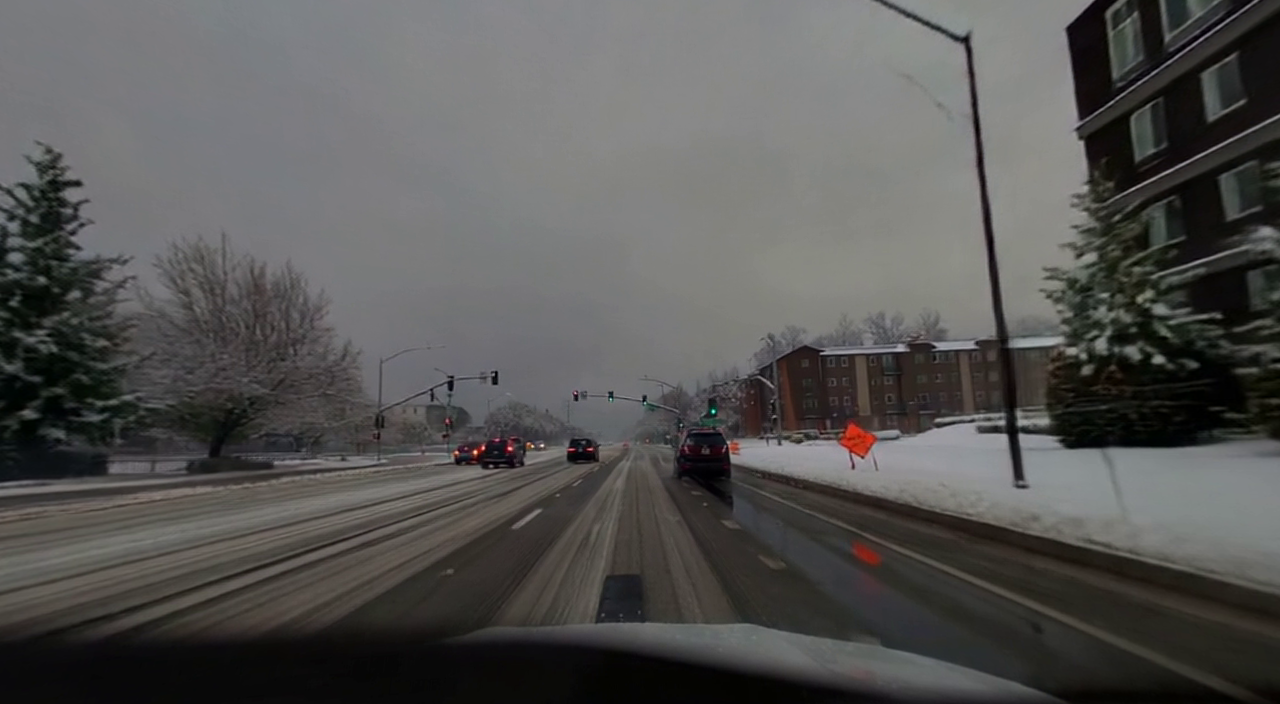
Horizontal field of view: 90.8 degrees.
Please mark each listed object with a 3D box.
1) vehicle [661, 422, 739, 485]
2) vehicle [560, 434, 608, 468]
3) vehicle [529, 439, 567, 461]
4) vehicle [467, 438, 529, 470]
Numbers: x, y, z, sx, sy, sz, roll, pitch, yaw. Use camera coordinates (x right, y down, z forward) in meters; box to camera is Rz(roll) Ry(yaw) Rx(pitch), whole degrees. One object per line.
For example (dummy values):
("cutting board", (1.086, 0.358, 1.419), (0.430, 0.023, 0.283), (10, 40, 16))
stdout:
("vehicle", (1.848, 3.324, 20.853), (2.197, 1.835, 4.316), (0, -8, 1))
("vehicle", (-2.904, 5.248, 33.609), (2.121, 1.654, 3.993), (0, -8, 1))
("vehicle", (-6.511, 6.970, 45.142), (1.993, 1.492, 3.666), (0, -8, 2))
("vehicle", (-7.038, 5.104, 31.760), (1.928, 1.488, 4.635), (0, -8, 2))
